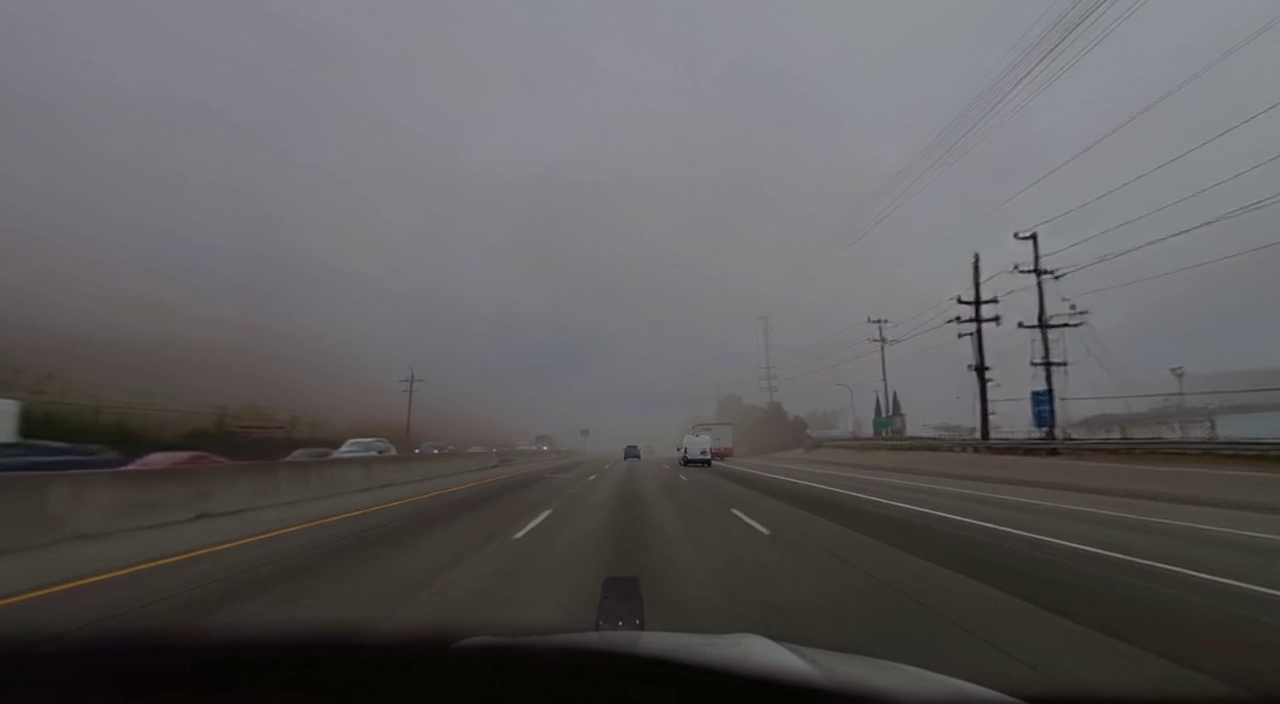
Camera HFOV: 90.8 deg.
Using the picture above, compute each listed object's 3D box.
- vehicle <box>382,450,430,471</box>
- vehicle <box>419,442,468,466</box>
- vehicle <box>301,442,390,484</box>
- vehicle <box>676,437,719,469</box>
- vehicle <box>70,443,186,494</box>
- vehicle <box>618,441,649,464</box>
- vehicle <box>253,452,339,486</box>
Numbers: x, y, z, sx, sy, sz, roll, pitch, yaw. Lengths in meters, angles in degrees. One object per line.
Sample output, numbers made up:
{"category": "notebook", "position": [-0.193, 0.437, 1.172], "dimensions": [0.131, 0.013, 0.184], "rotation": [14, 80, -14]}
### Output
{"category": "vehicle", "position": [-17.559, 8.180, 47.635], "dimensions": [1.847, 1.485, 4.729], "rotation": [0, -9, 0]}
{"category": "vehicle", "position": [-13.593, 7.077, 43.913], "dimensions": [1.941, 1.539, 4.406], "rotation": [0, -9, 1]}
{"category": "vehicle", "position": [-13.846, 5.217, 30.034], "dimensions": [1.962, 1.792, 4.576], "rotation": [0, -9, 0]}
{"category": "vehicle", "position": [3.423, 6.136, 38.423], "dimensions": [2.036, 1.796, 4.470], "rotation": [0, -9, -2]}
{"category": "vehicle", "position": [-35.198, 7.970, 43.796], "dimensions": [2.616, 3.213, 6.631], "rotation": [1, -9, -3]}
{"category": "vehicle", "position": [-0.491, 7.755, 48.844], "dimensions": [2.325, 1.712, 4.592], "rotation": [0, -9, 0]}
{"category": "vehicle", "position": [-16.927, 5.734, 31.292], "dimensions": [1.957, 1.516, 3.844], "rotation": [1, -8, 2]}
